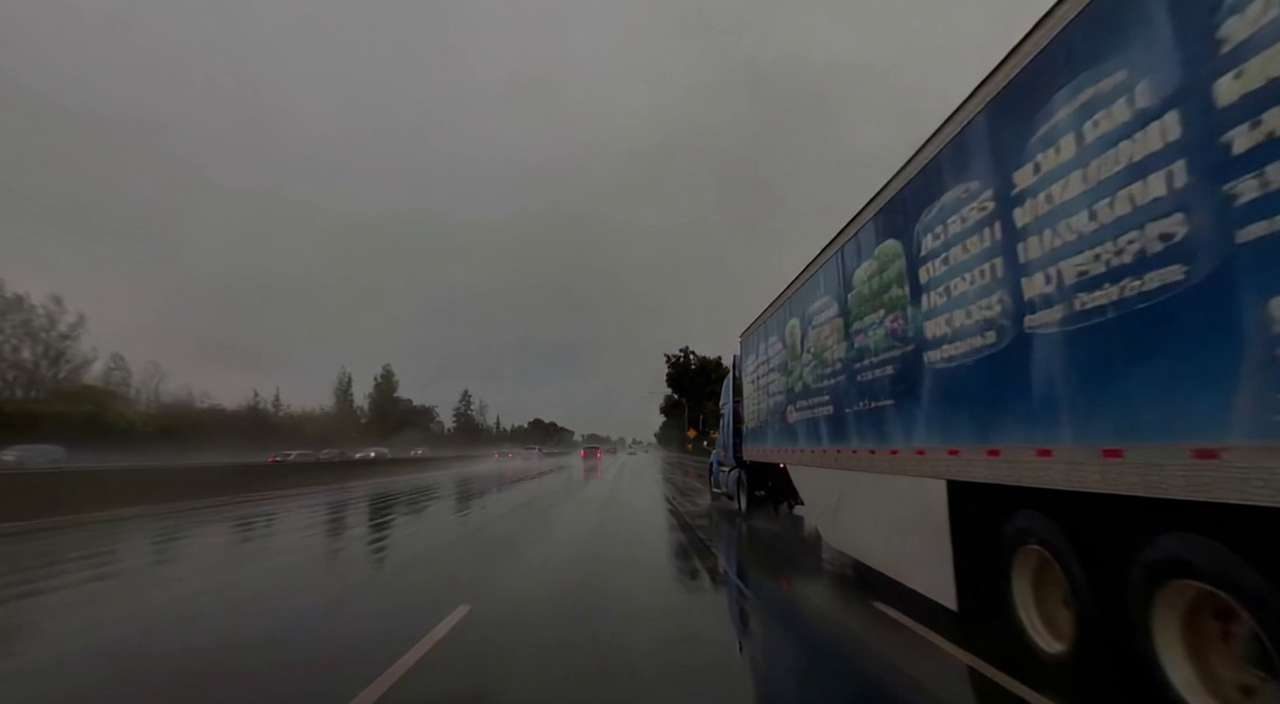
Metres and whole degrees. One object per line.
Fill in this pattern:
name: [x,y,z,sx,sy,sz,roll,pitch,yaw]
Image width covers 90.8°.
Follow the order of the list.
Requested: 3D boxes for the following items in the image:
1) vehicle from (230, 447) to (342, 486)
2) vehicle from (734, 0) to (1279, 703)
vehicle: [-14.706,4.741,26.609,1.982,1.471,4.747,0,-9,0]
vehicle: [4.217,0.628,9.060,3.140,4.100,15.551,0,-9,-1]
